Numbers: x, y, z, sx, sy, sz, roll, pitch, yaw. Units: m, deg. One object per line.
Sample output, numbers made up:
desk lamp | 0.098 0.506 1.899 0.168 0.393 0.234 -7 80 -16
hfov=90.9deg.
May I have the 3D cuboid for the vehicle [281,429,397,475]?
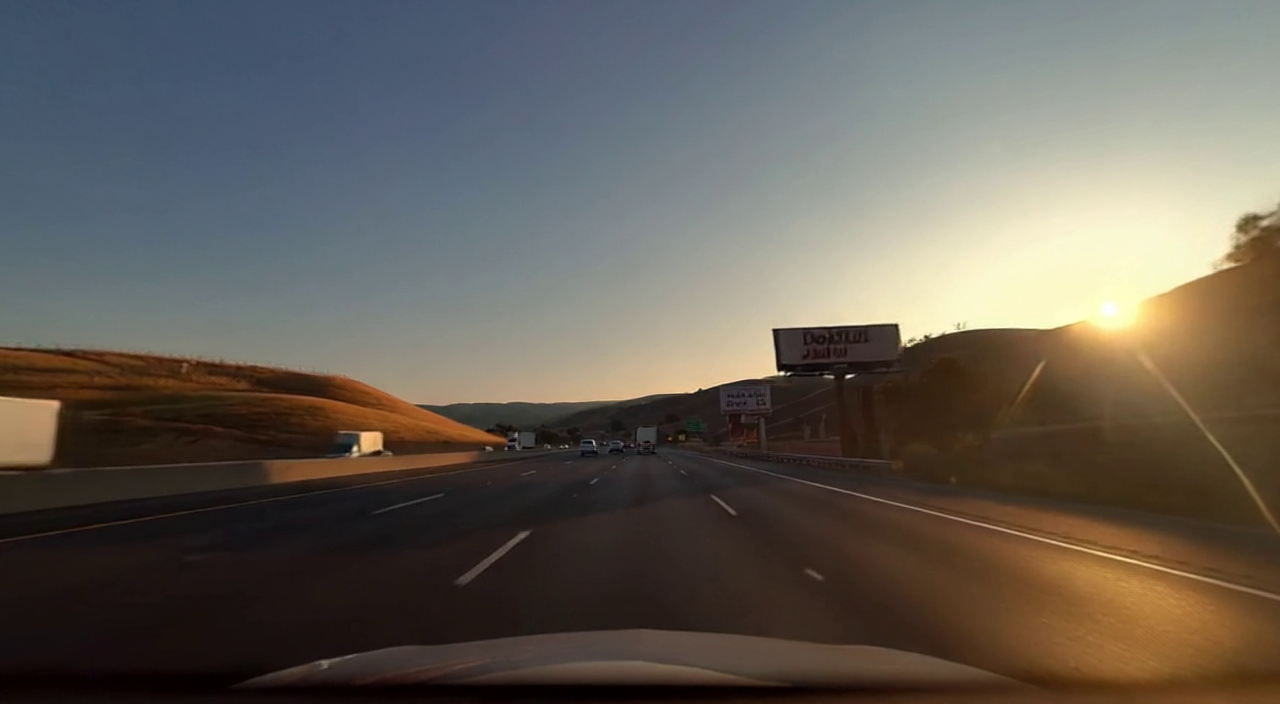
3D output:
vehicle | -20.702 6.957 44.448 2.885 2.821 10.731 0 -8 0
